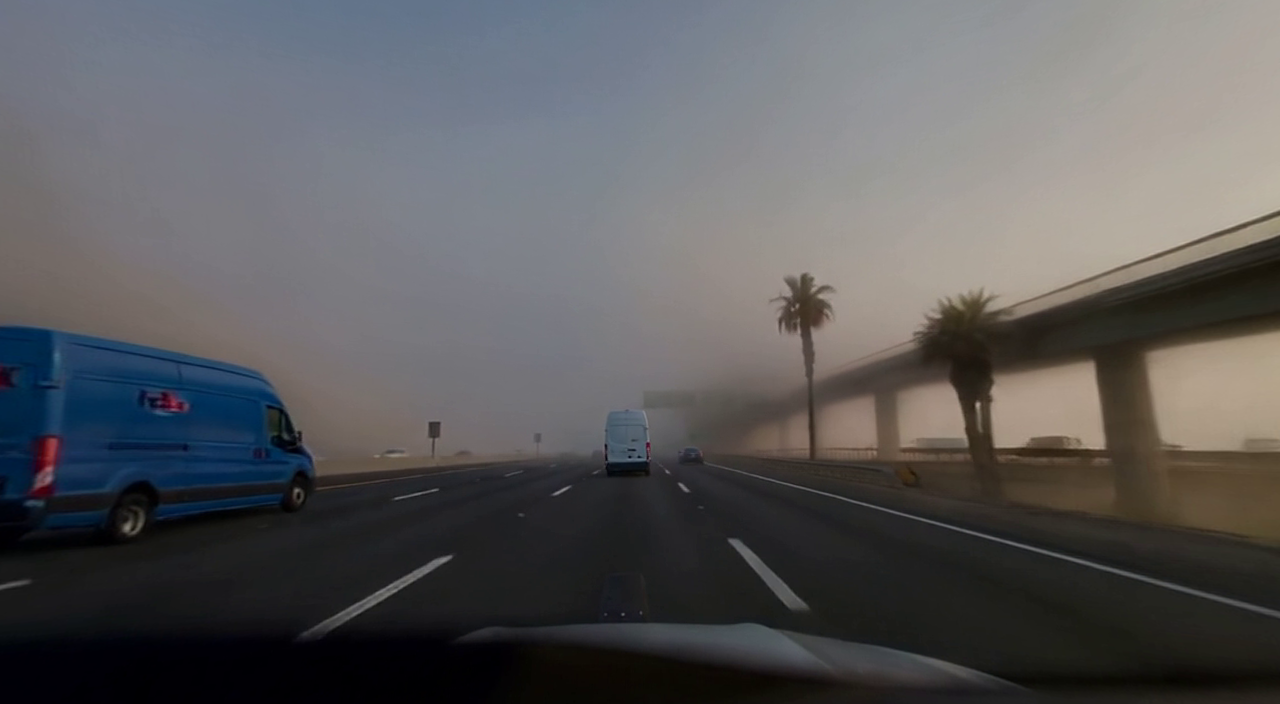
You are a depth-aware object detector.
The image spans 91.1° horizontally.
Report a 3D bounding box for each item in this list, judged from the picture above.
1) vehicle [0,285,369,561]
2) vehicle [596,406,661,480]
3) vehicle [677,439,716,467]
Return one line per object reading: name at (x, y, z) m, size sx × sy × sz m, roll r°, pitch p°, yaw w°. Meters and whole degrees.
vehicle at (-7.703, 1.345, 10.814) m, size 2.965 × 3.178 × 7.188 m, roll -1°, pitch -9°, yaw -1°
vehicle at (-0.382, 3.886, 26.724) m, size 2.476 × 2.776 × 5.598 m, roll 0°, pitch -8°, yaw 1°
vehicle at (3.456, 6.298, 39.195) m, size 1.987 × 1.648 × 3.984 m, roll 0°, pitch -8°, yaw -1°
